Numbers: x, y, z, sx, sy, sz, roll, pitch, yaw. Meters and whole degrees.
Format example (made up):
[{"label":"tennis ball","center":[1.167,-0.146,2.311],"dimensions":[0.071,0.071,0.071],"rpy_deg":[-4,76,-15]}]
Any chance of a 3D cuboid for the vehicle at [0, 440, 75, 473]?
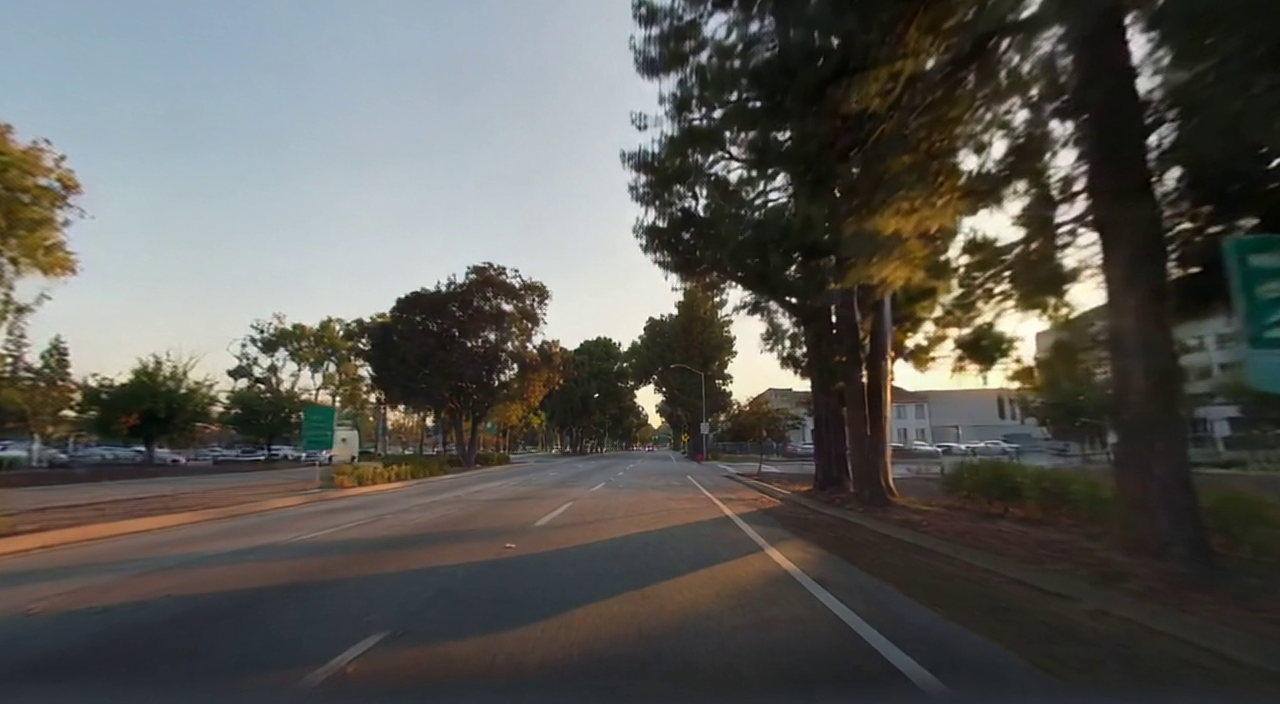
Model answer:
[{"label":"vehicle","center":[-36.067,5.977,36.289],"dimensions":[5.145,1.805,2.205],"rpy_deg":[-1,-8,4]}]
